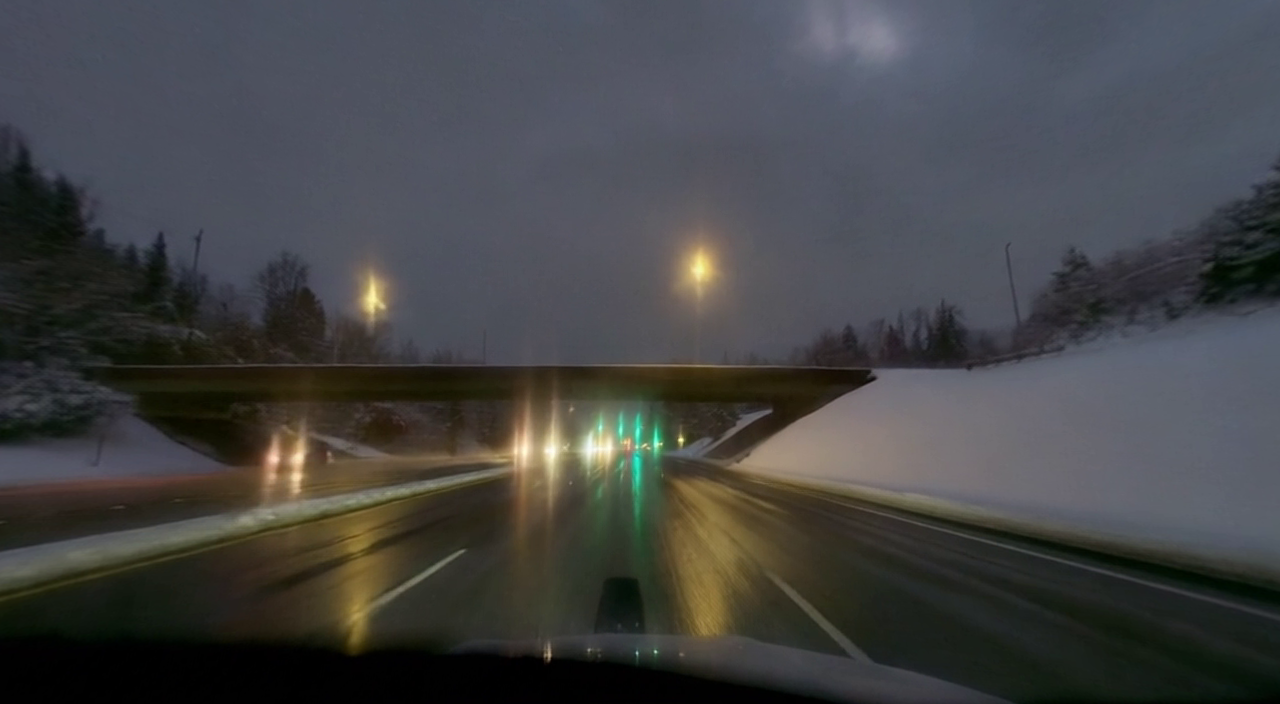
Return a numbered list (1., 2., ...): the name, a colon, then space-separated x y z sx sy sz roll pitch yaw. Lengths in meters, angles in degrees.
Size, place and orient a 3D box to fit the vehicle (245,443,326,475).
1. vehicle: -21.778 6.580 39.114 2.145 1.860 4.909 0 -9 0
